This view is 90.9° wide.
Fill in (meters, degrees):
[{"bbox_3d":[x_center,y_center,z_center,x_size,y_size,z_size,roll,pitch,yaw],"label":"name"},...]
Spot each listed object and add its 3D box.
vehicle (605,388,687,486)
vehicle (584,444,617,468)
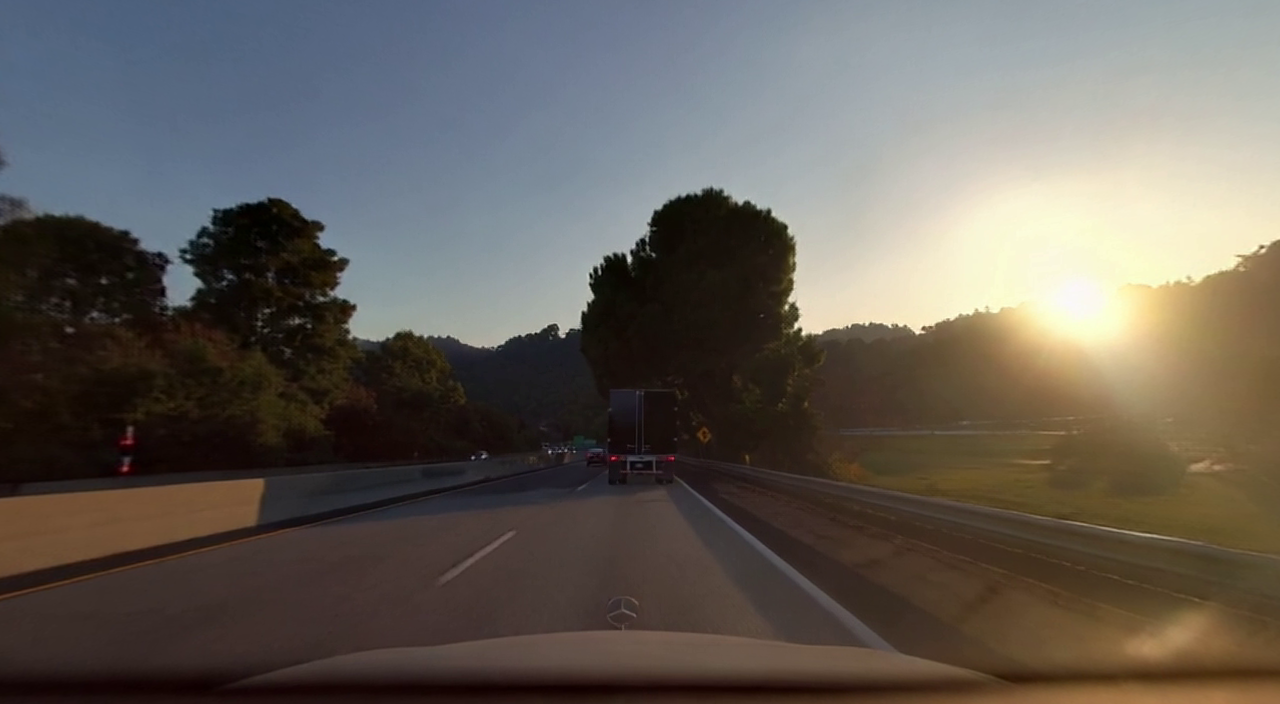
[{"bbox_3d":[0.093,3.722,27.141,2.913,3.530,8.648,0,-9,-2],"label":"vehicle"},{"bbox_3d":[-2.917,7.827,47.513,2.160,1.661,4.388,0,-9,1],"label":"vehicle"}]
